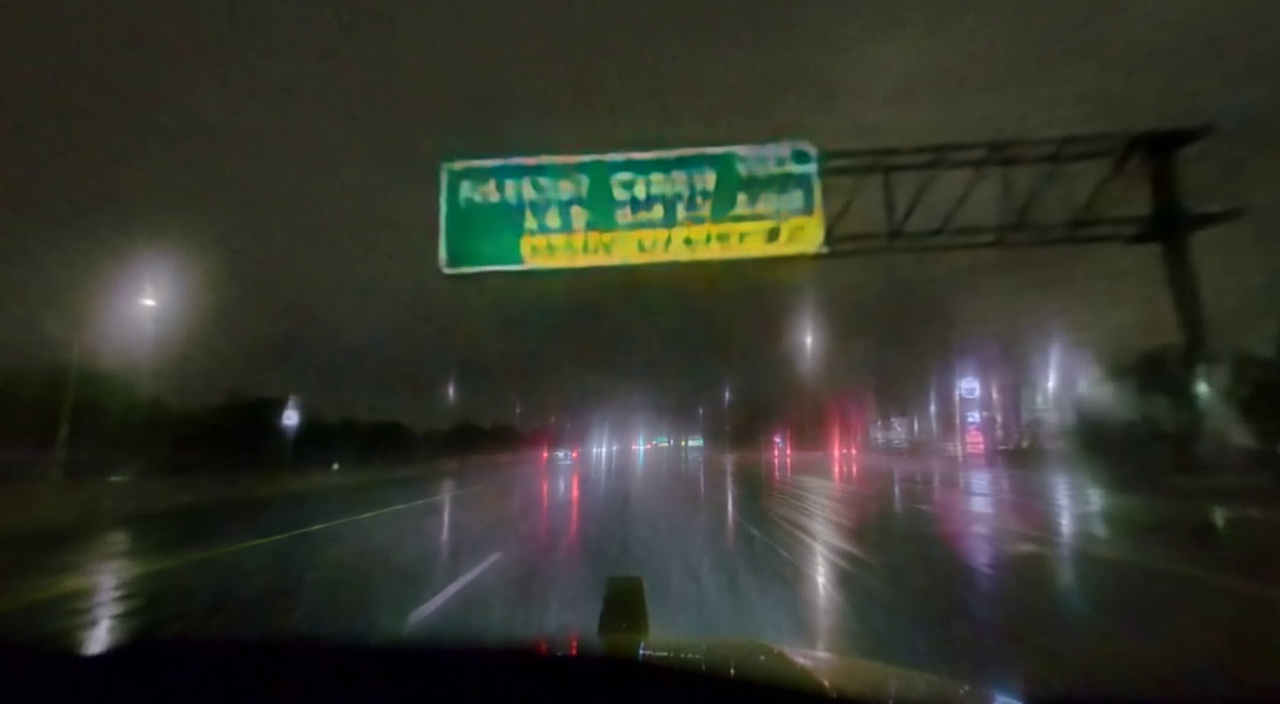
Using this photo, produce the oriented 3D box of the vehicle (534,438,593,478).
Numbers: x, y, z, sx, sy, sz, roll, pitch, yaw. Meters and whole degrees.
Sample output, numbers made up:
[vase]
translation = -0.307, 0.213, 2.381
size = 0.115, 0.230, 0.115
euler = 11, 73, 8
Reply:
[vehicle]
translation = -3.450, 4.869, 29.272
size = 2.072, 1.706, 4.359
euler = 0, -8, 1
